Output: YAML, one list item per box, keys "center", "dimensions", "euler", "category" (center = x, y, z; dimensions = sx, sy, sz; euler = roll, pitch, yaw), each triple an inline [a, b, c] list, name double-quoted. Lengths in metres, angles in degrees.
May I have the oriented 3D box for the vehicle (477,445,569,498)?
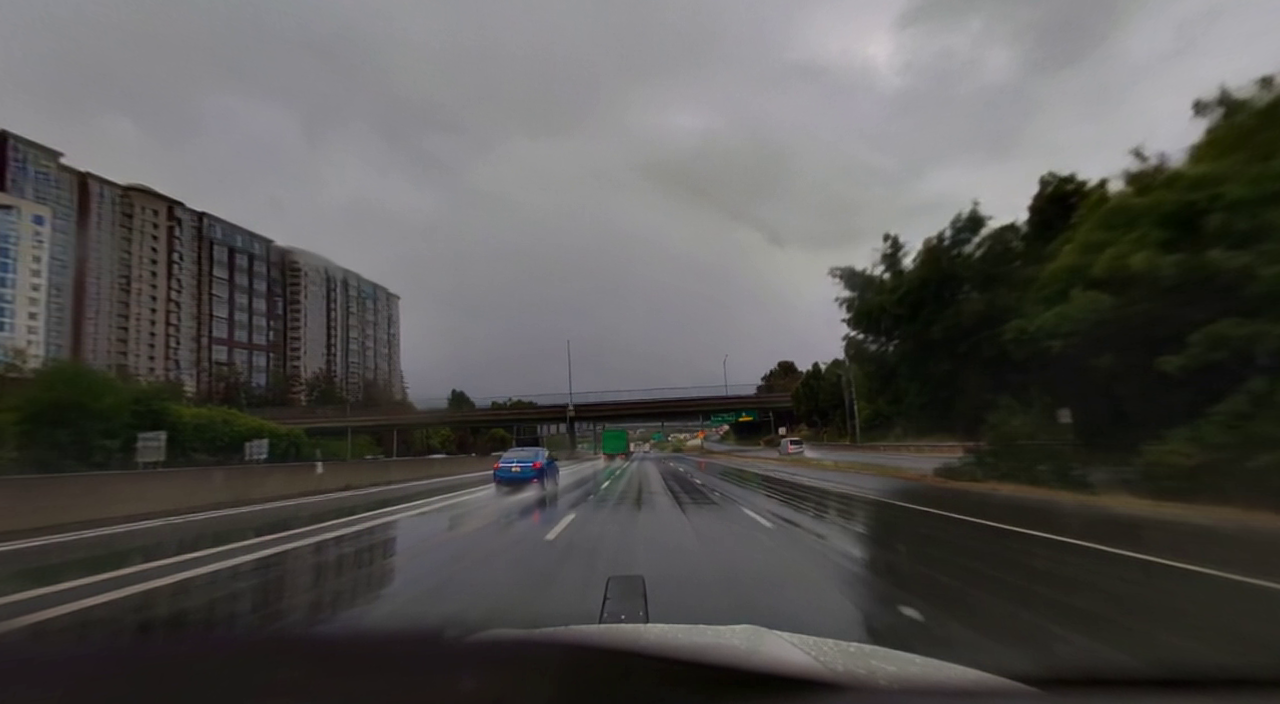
- center: [-3.616, 3.786, 20.338]
  dimensions: [2.039, 1.478, 4.483]
  euler: [0, -9, 1]
  category: "vehicle"
